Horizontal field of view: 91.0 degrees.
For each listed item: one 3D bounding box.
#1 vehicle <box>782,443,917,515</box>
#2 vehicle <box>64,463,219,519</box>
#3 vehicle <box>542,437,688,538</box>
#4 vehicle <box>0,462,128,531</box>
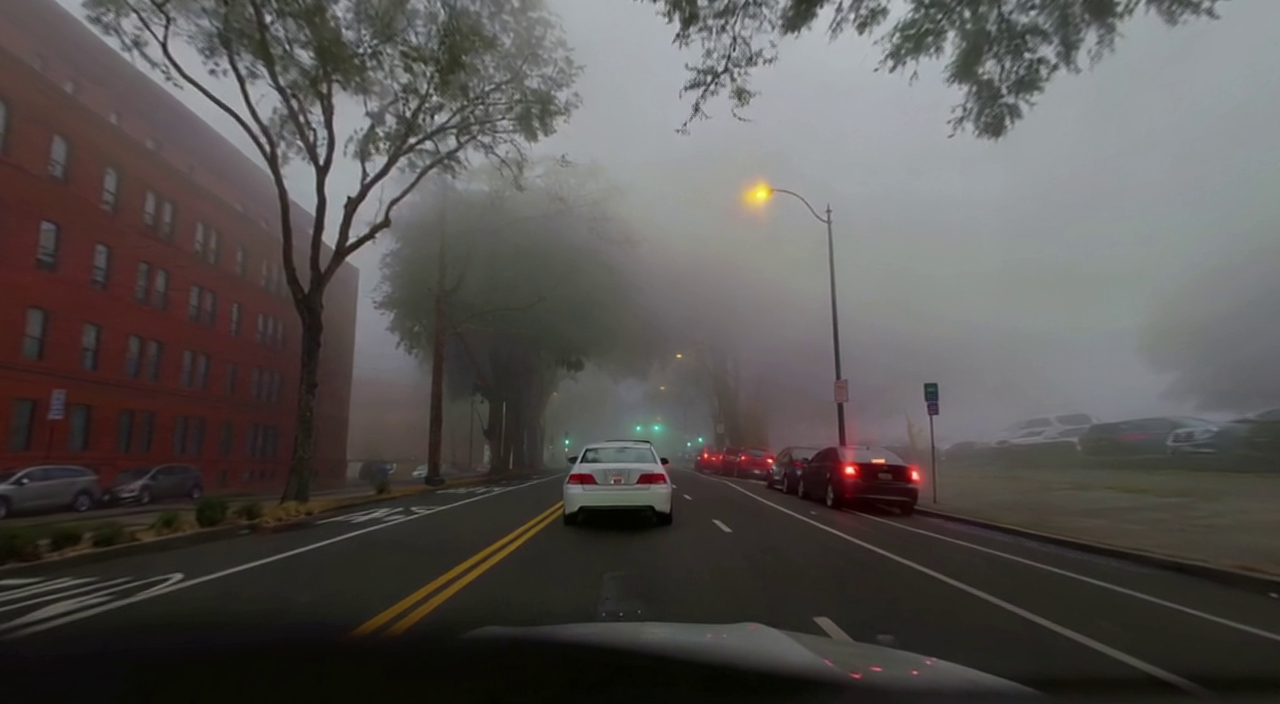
[{"bbox_3d":[4.918,3.012,15.455,1.832,1.491,4.054,1,-9,-1],"label":"vehicle"},{"bbox_3d":[-18.013,5.002,23.110,2.011,1.727,4.449,1,-9,0],"label":"vehicle"},{"bbox_3d":[-0.383,2.399,11.754,2.230,1.518,4.113,0,-9,0],"label":"vehicle"},{"bbox_3d":[-17.613,4.068,18.054,1.909,1.658,4.559,0,-9,1],"label":"vehicle"}]
